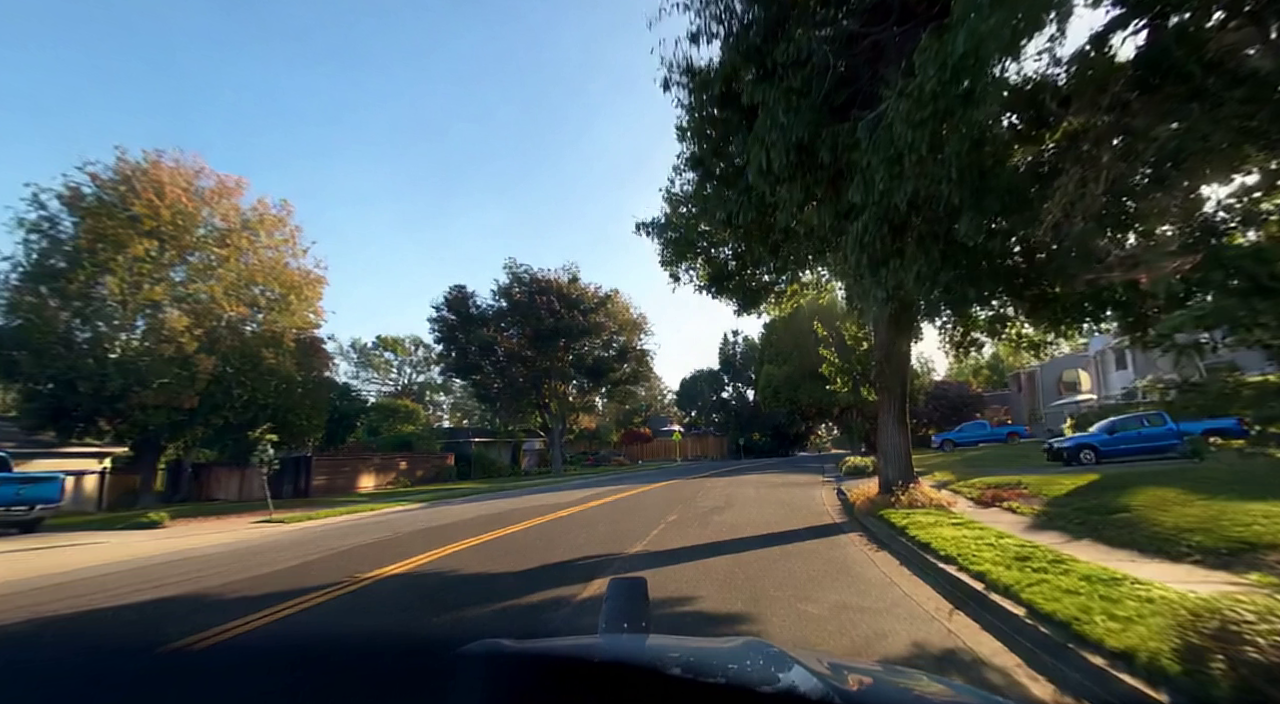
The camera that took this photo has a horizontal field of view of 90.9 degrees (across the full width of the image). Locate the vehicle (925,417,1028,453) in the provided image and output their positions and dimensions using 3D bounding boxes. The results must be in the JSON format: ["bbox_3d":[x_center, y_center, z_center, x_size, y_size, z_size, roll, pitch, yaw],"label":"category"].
[{"bbox_3d":[22.315,5.600,42.046,5.704,1.788,2.095,-9,-14,24],"label":"vehicle"}]

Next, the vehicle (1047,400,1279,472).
[{"bbox_3d":[14.324,2.384,17.448,4.644,1.441,2.074,-9,-11,21],"label":"vehicle"}]
